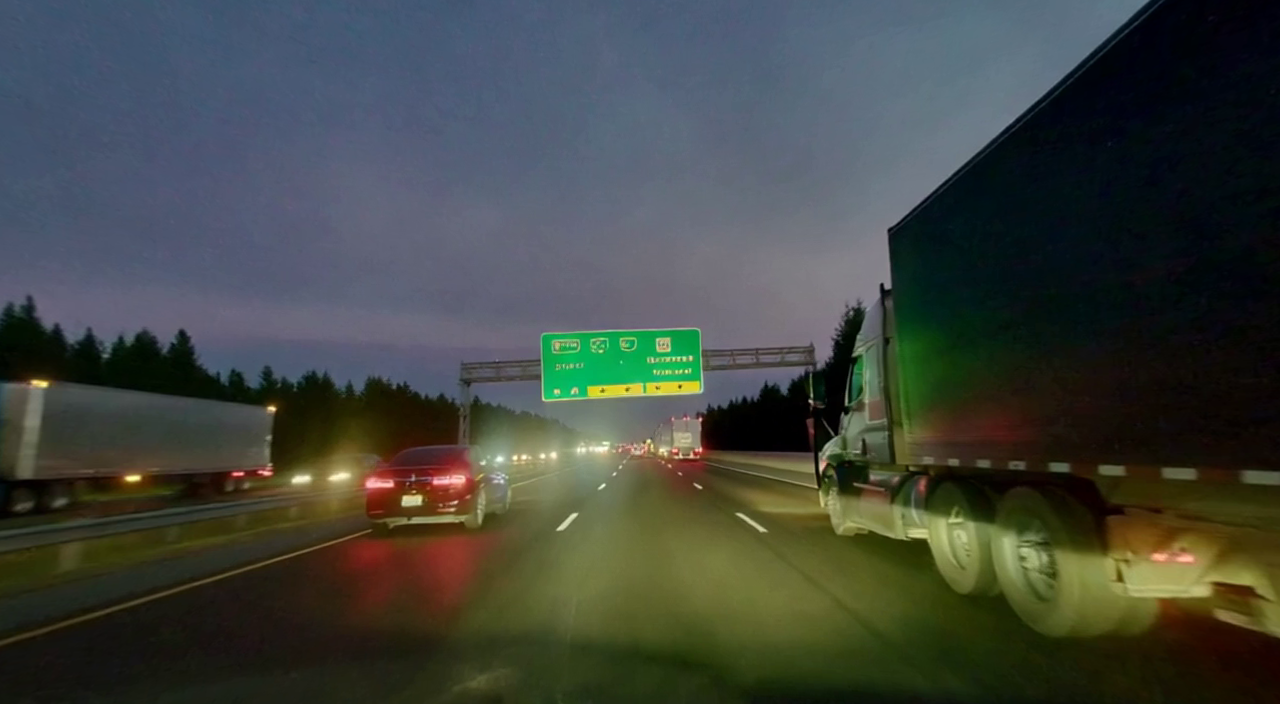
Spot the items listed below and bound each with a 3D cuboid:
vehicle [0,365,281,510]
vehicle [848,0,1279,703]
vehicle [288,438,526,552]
[{"bbox_3d":[-18.975,3.278,23.148,2.938,3.947,14.434,0,-9,1],"label":"vehicle"},{"bbox_3d":[4.353,0.215,5.607,2.947,3.957,5.916,0,-9,1],"label":"vehicle"},{"bbox_3d":[-3.420,2.209,10.465,2.121,1.445,4.651,0,-9,1],"label":"vehicle"}]
